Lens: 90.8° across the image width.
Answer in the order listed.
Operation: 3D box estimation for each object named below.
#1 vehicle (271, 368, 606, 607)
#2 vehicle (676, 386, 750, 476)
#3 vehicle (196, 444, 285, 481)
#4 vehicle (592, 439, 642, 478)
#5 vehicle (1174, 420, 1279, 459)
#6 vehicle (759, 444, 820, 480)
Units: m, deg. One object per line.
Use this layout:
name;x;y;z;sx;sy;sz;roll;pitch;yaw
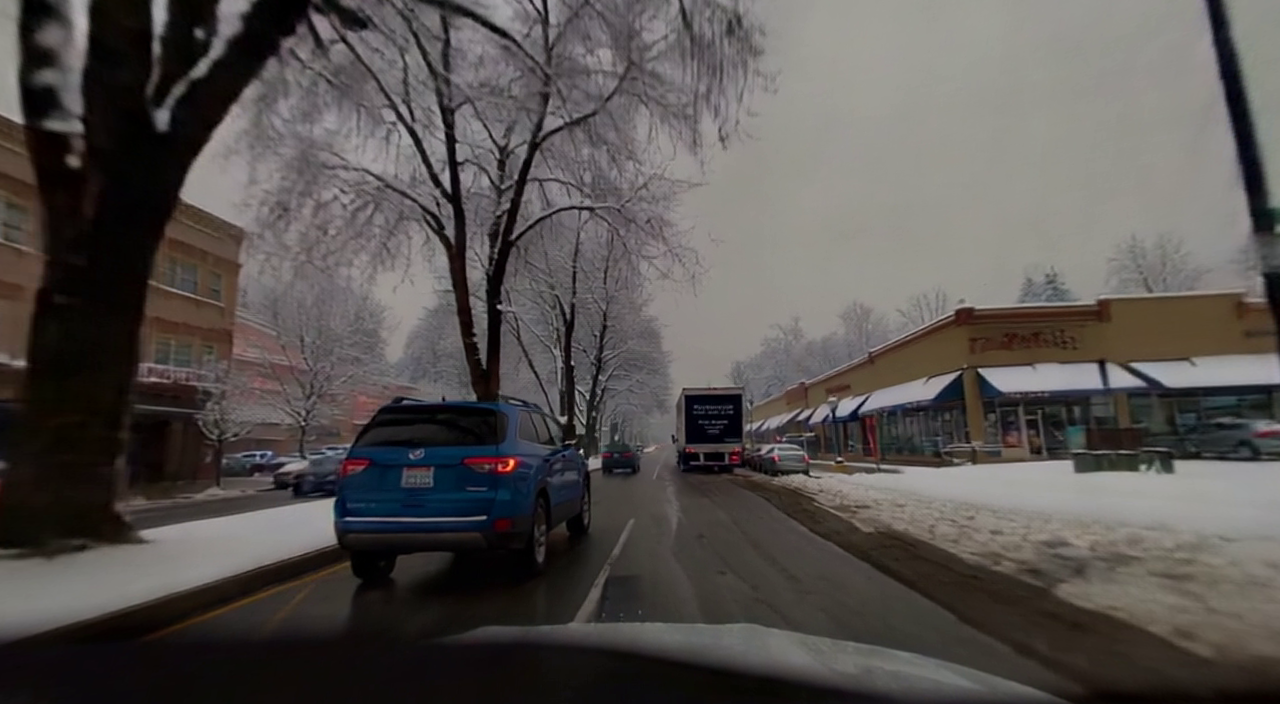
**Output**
vehicle;-1.884;1.521;7.950;2.293;2.036;4.853;-1;-9;4
vehicle;3.780;4.659;36.109;3.007;4.206;12.913;0;-8;2
vehicle;-27.859;7.686;44.370;2.153;2.378;5.796;0;-8;3
vehicle;-1.038;5.088;30.512;2.040;1.711;4.475;-1;-9;3
vehicle;25.148;3.685;26.276;1.868;1.461;4.714;0;-9;3
vehicle;6.717;4.980;28.884;1.929;1.522;4.158;0;-9;2
